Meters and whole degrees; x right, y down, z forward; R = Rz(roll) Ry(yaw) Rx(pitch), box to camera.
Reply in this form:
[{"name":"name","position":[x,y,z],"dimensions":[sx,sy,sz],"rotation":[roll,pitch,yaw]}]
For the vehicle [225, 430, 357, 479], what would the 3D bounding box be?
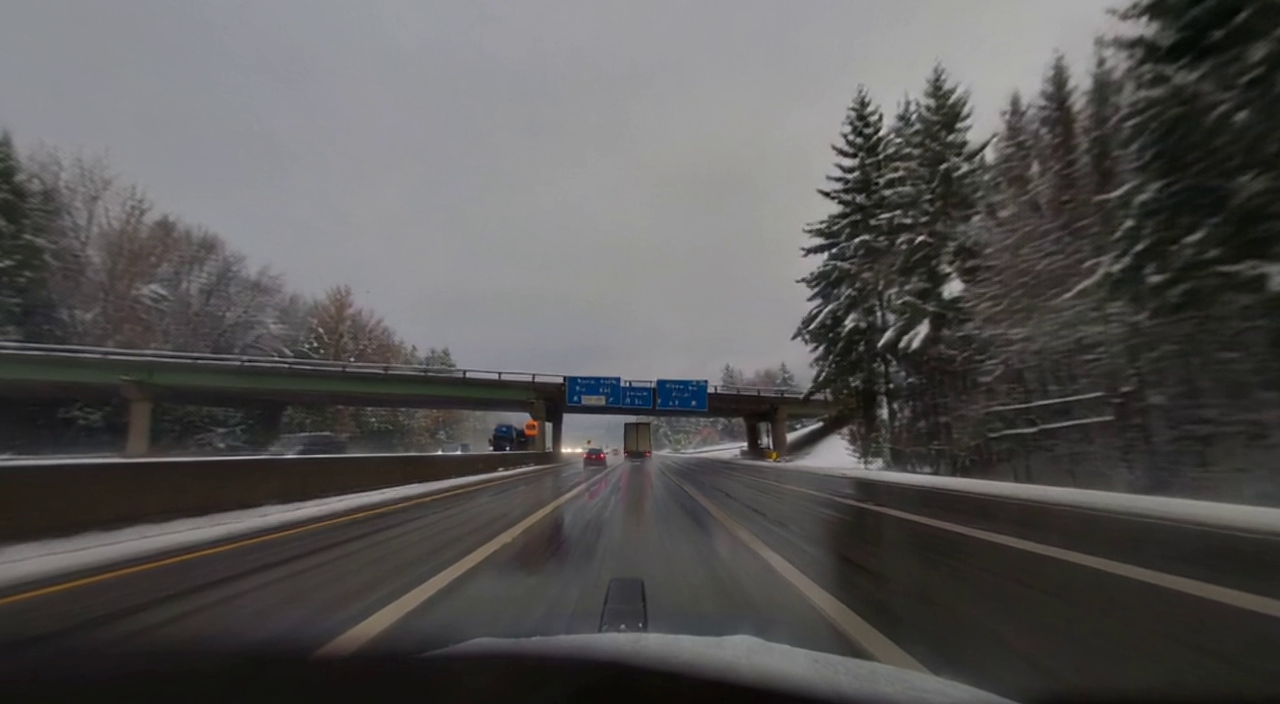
[{"name":"vehicle","position":[-12.086,3.616,22.289],"dimensions":[1.936,1.515,4.769],"rotation":[0,-9,0]}]
